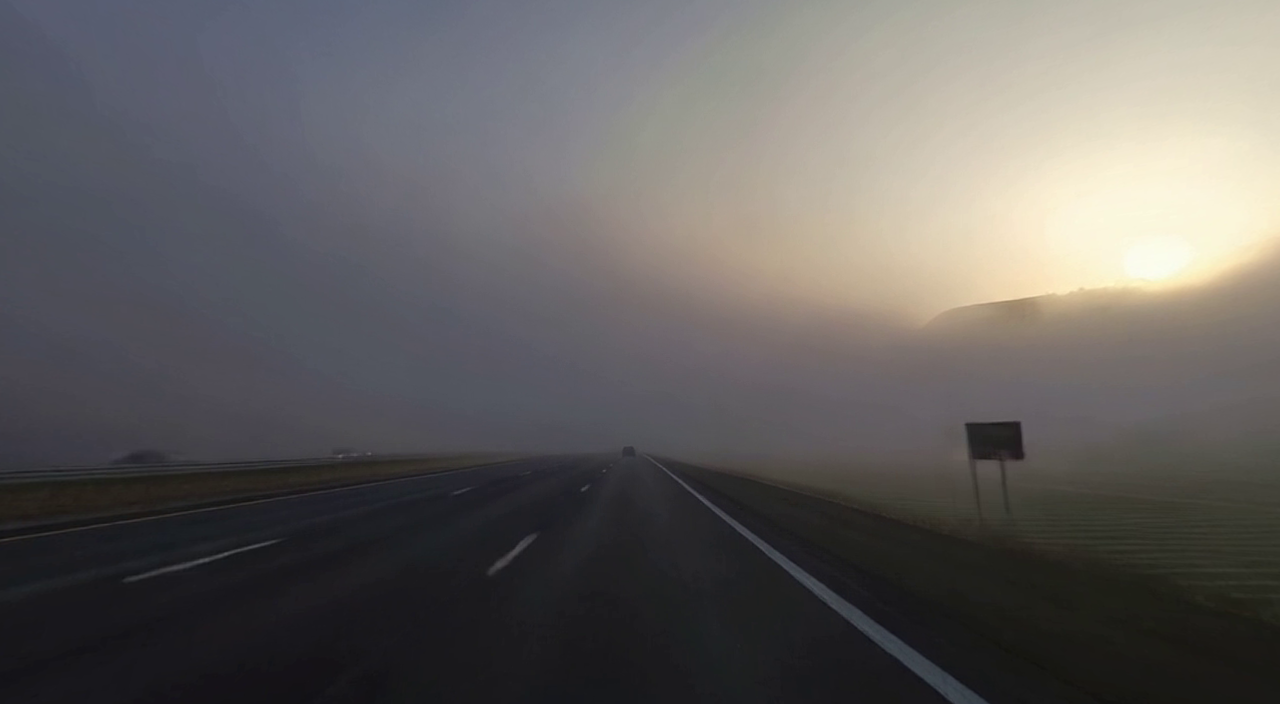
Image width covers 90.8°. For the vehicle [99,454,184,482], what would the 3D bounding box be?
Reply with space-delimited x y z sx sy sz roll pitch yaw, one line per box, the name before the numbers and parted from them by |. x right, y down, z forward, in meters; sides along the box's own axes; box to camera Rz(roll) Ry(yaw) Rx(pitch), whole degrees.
vehicle | -32.512 7.560 41.404 1.890 1.503 4.651 -3 -8 -1
